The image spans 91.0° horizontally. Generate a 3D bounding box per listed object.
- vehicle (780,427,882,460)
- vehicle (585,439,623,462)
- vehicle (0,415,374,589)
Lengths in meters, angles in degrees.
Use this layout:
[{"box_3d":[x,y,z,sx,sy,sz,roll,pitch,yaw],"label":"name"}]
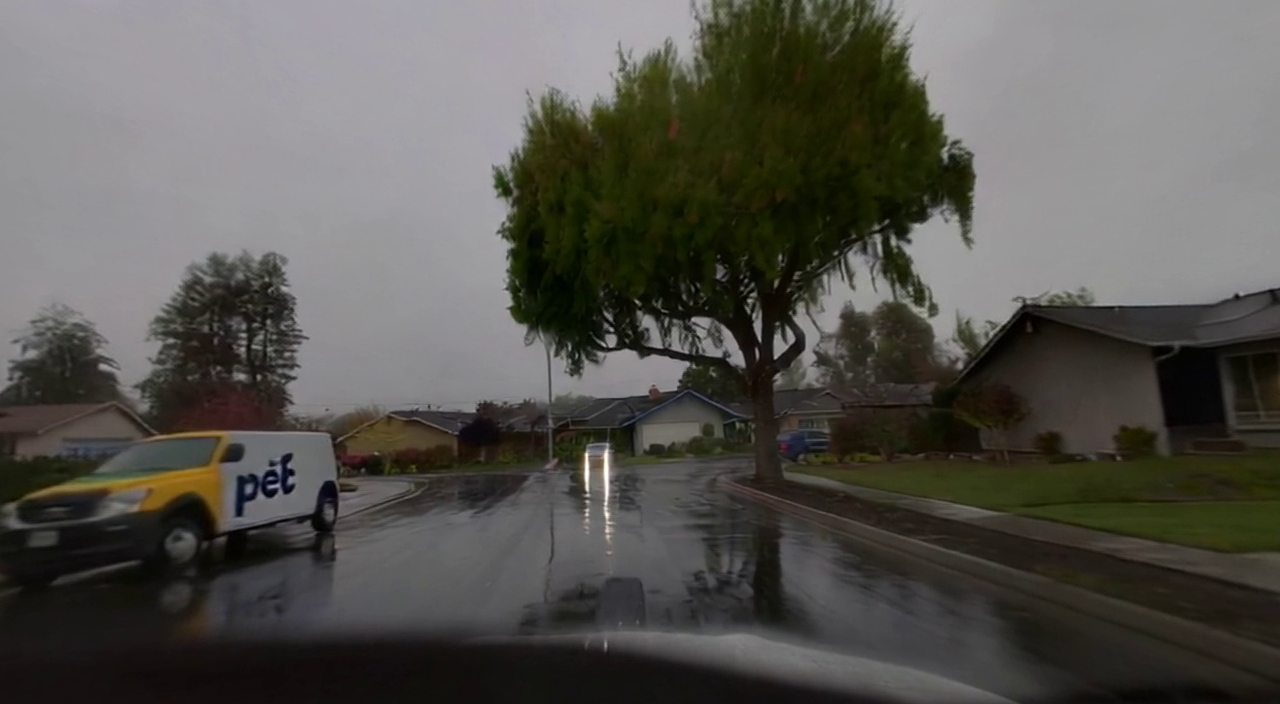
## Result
[{"box_3d":[9.655,4.614,31.962,4.533,1.557,1.981,1,-6,-10],"label":"vehicle"},{"box_3d":[-2.505,7.020,44.988,1.990,1.528,4.256,-1,-8,7],"label":"vehicle"},{"box_3d":[-6.604,2.108,9.986,2.338,1.925,5.725,0,-8,-1],"label":"vehicle"}]
